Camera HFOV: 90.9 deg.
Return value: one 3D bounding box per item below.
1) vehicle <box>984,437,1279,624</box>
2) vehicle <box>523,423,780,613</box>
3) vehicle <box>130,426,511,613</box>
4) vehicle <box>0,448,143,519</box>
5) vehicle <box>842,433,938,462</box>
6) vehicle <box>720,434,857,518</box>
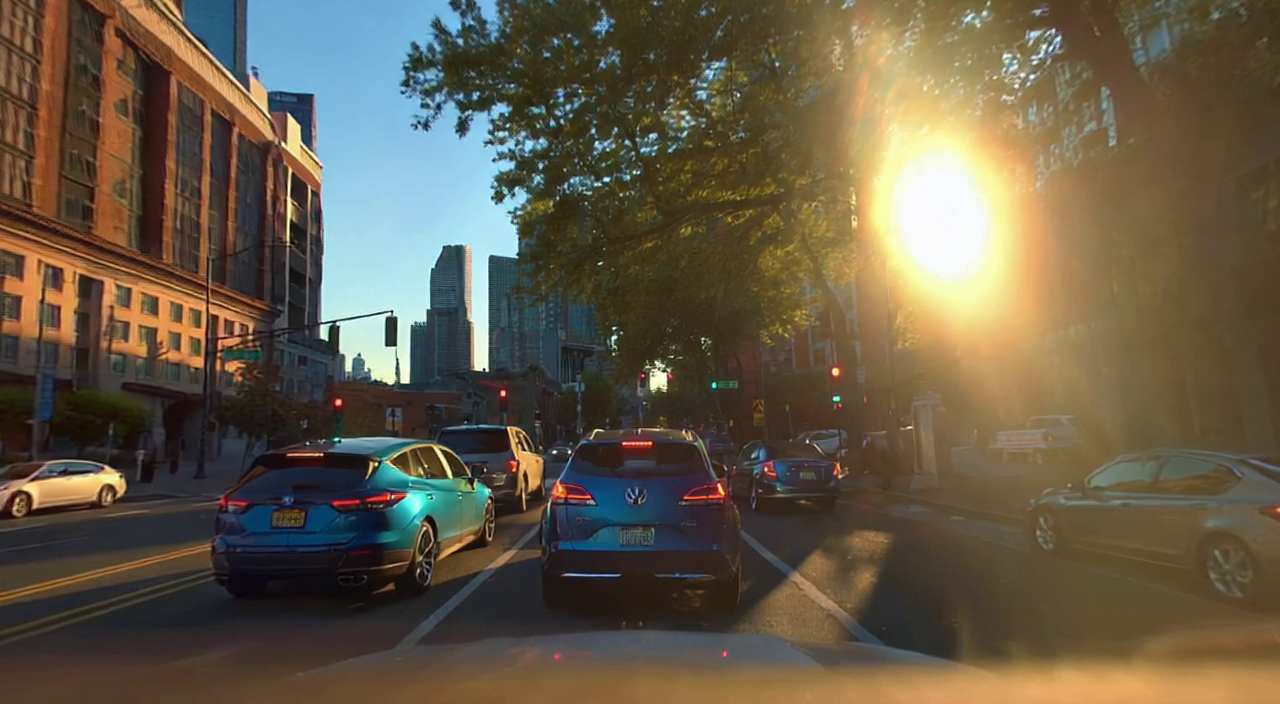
[{"bbox_3d":[5.975,1.692,6.875,1.873,1.453,4.579,0,-9,0],"label":"vehicle"},{"bbox_3d":[0.093,1.588,6.834,2.022,1.481,3.564,0,-9,0],"label":"vehicle"},{"bbox_3d":[-3.003,1.665,7.180,2.131,1.486,4.089,0,-9,1],"label":"vehicle"},{"bbox_3d":[-16.226,3.446,17.014,1.914,1.690,4.461,0,-9,1],"label":"vehicle"},{"bbox_3d":[16.375,6.270,41.517,5.345,1.811,2.175,0,-9,-1],"label":"vehicle"},{"bbox_3d":[3.009,2.610,13.735,2.018,1.529,3.880,0,-9,0],"label":"vehicle"}]
